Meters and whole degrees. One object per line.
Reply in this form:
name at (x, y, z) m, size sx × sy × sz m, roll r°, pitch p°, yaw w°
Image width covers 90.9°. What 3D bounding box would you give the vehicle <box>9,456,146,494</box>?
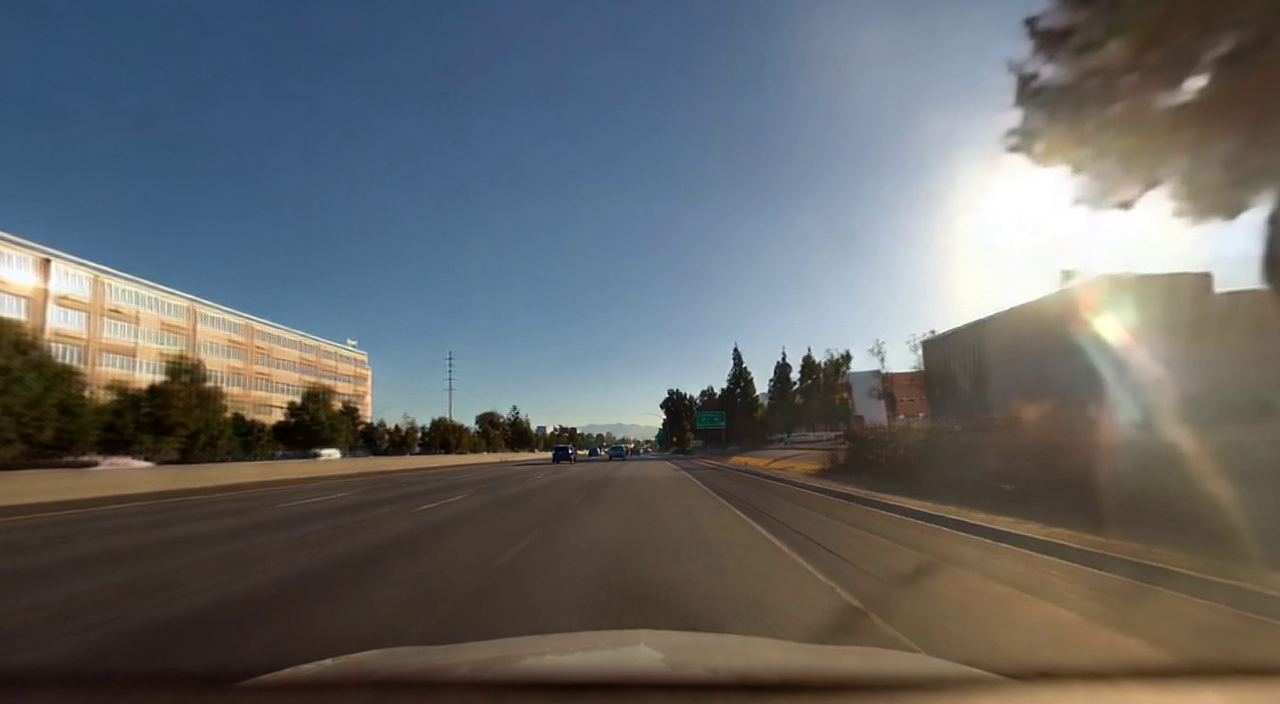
vehicle at (-24.592, 5.349, 27.833) m, size 1.835 × 1.448 × 4.499 m, roll 0°, pitch -8°, yaw 1°
